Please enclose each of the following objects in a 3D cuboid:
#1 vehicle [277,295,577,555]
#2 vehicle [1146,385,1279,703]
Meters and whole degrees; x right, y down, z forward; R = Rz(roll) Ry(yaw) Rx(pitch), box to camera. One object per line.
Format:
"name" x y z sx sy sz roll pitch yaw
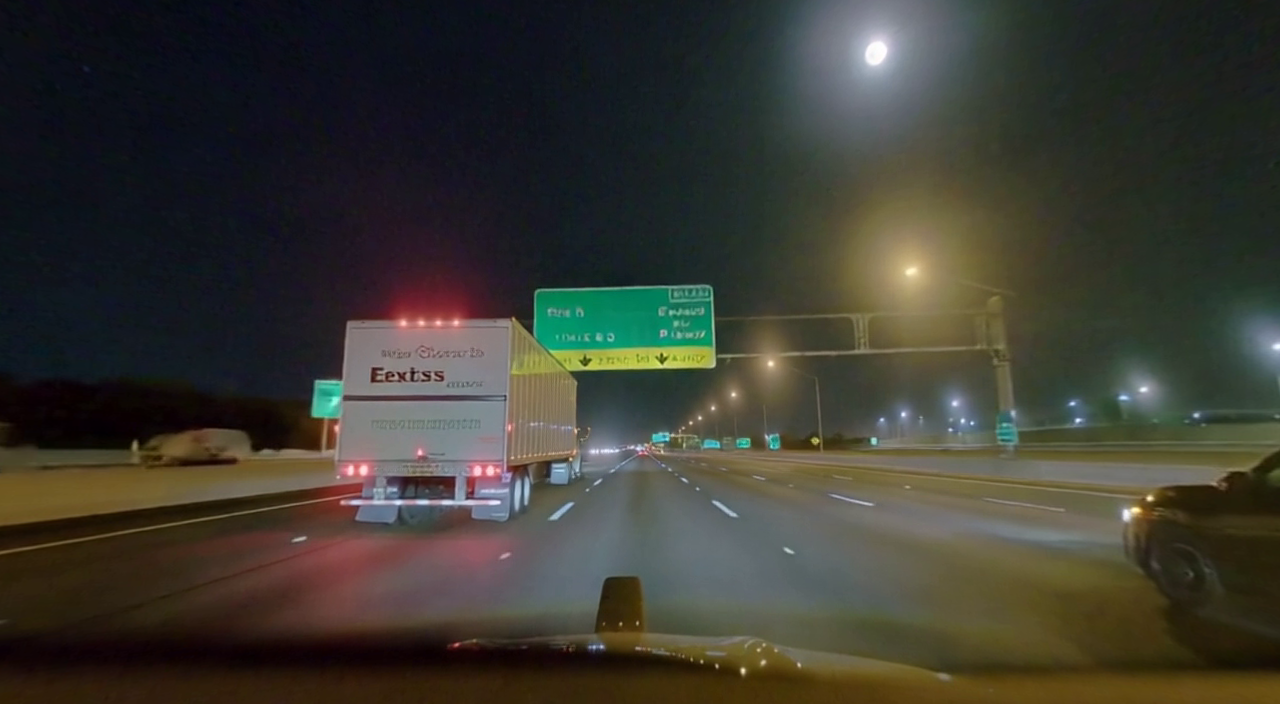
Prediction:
"vehicle" -3.206 1.566 12.578 2.922 3.458 8.360 0 -9 1
"vehicle" 3.744 0.666 1.012 2.044 1.558 4.577 0 -9 0
